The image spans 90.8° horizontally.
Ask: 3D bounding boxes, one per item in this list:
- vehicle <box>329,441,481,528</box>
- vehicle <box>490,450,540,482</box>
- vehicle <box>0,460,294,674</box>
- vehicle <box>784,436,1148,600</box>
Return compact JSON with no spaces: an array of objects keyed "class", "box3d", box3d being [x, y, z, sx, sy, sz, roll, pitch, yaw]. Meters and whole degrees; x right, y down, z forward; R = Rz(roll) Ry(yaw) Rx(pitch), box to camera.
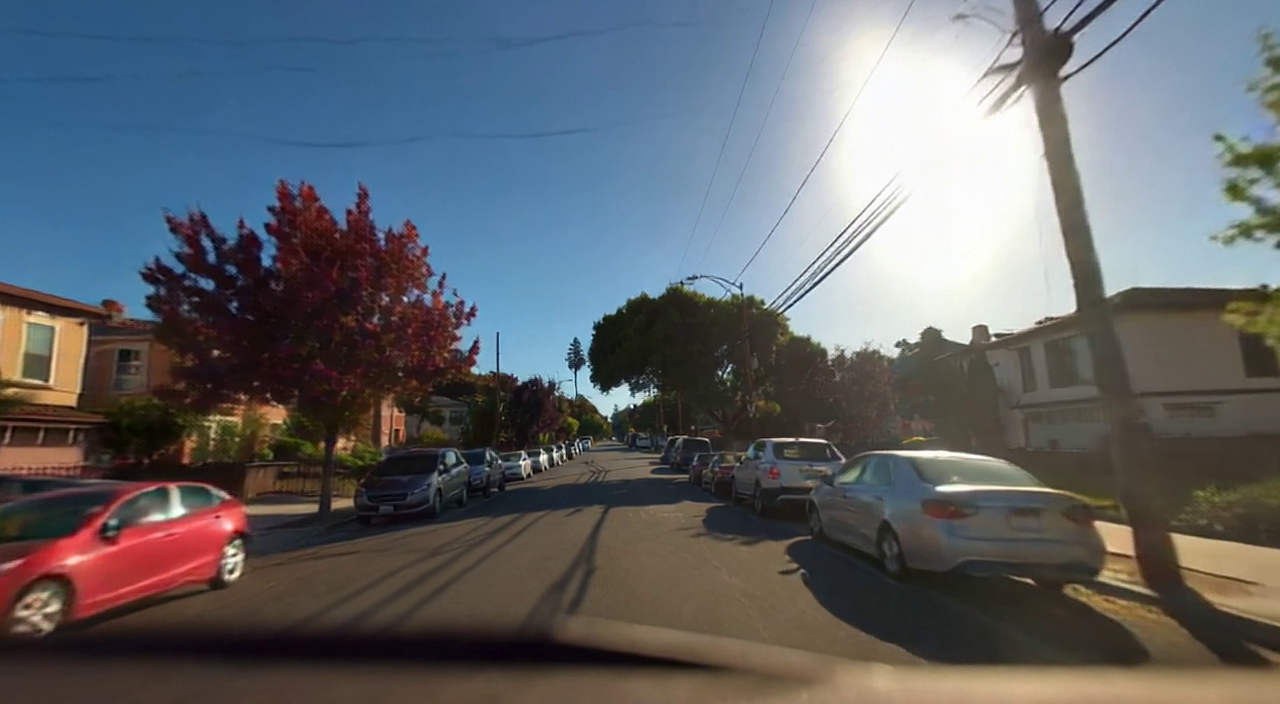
[{"class":"vehicle","box3d":[-6.170,3.516,17.575,2.184,1.958,5.757,0,-9,-2]},{"class":"vehicle","box3d":[-6.808,6.229,34.970,2.002,1.585,5.080,0,-9,-3]},{"class":"vehicle","box3d":[-5.588,2.017,6.582,1.852,1.463,4.441,-5,-11,-6]},{"class":"vehicle","box3d":[3.660,1.939,8.453,2.174,1.504,4.809,0,-9,-2]}]
